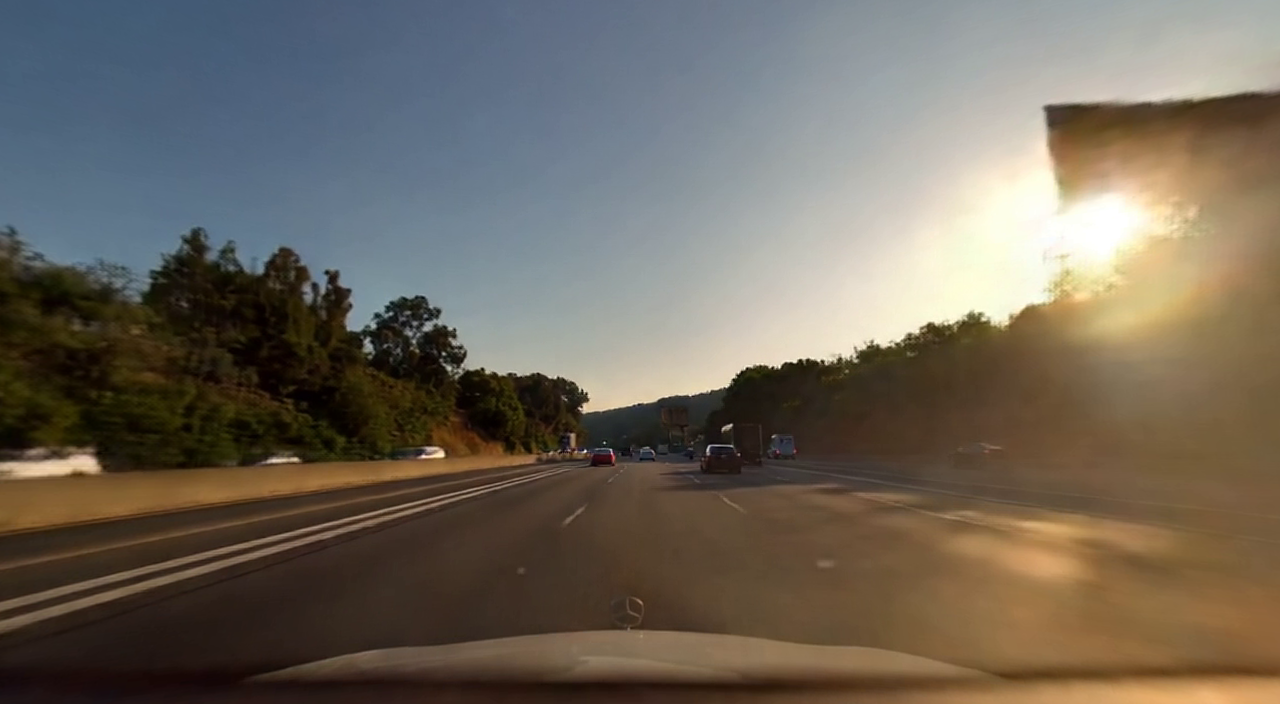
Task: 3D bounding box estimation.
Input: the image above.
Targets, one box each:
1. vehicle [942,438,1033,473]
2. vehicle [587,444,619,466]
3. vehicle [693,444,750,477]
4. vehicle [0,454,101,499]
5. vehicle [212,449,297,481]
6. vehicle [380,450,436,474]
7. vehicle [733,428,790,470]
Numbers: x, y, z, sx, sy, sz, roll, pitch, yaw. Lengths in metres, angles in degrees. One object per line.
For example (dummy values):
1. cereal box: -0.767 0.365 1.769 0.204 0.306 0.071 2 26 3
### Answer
1. vehicle: 21.983 6.565 40.270 2.221 1.995 5.803 0 -9 -3
2. vehicle: -2.689 7.652 47.027 2.060 1.587 4.093 0 -9 1
3. vehicle: 3.921 5.303 31.137 2.080 1.493 4.674 0 -9 -1
4. vehicle: -26.697 5.266 26.893 2.240 1.729 5.833 0 -8 0
5. vehicle: -23.227 6.804 38.252 2.091 1.782 4.774 0 -8 0
6. vehicle: -15.405 7.300 42.194 1.996 1.495 4.468 0 -9 1
7. vehicle: 8.166 6.586 42.947 2.729 2.628 4.875 0 -9 -2
